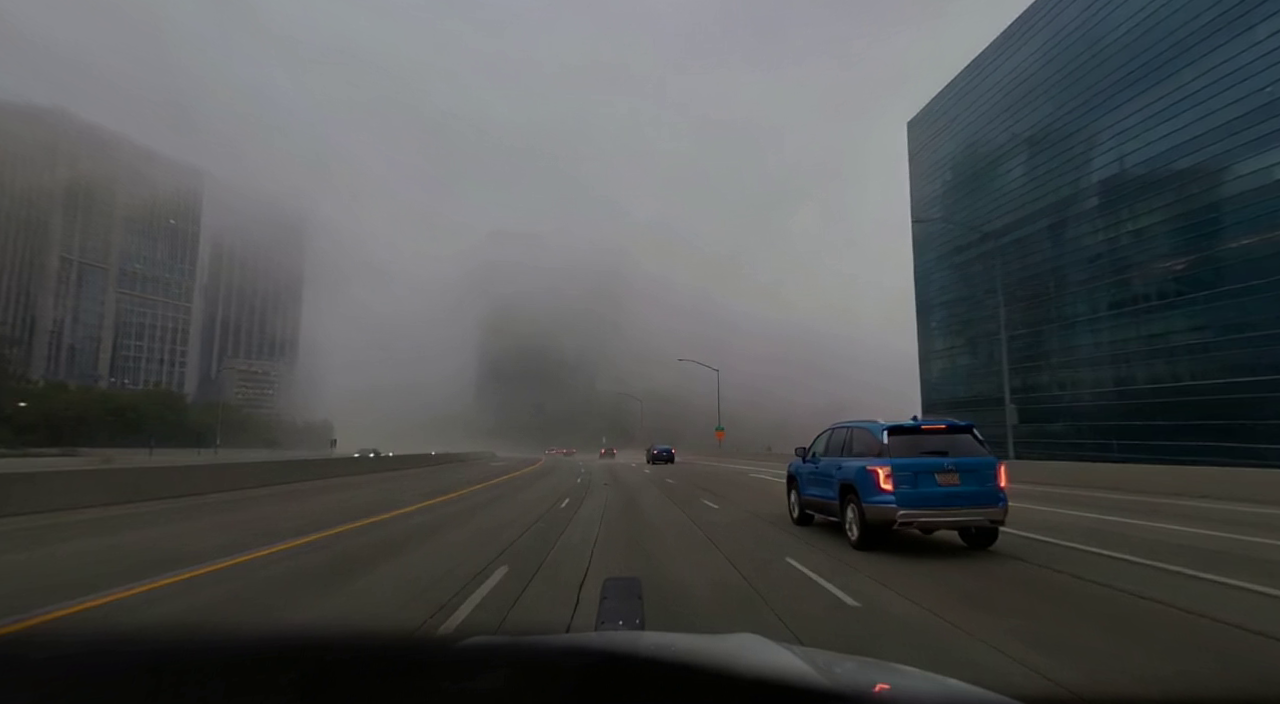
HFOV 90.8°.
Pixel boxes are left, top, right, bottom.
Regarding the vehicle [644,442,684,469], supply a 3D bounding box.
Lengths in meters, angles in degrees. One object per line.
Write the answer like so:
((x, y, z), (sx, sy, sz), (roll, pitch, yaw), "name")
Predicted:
((1.613, 7.213, 44.148), (2.110, 1.780, 4.682), (1, -9, -6), "vehicle")

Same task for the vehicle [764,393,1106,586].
((3.267, 1.632, 8.301), (2.182, 1.826, 4.392), (0, -9, -3), "vehicle")
